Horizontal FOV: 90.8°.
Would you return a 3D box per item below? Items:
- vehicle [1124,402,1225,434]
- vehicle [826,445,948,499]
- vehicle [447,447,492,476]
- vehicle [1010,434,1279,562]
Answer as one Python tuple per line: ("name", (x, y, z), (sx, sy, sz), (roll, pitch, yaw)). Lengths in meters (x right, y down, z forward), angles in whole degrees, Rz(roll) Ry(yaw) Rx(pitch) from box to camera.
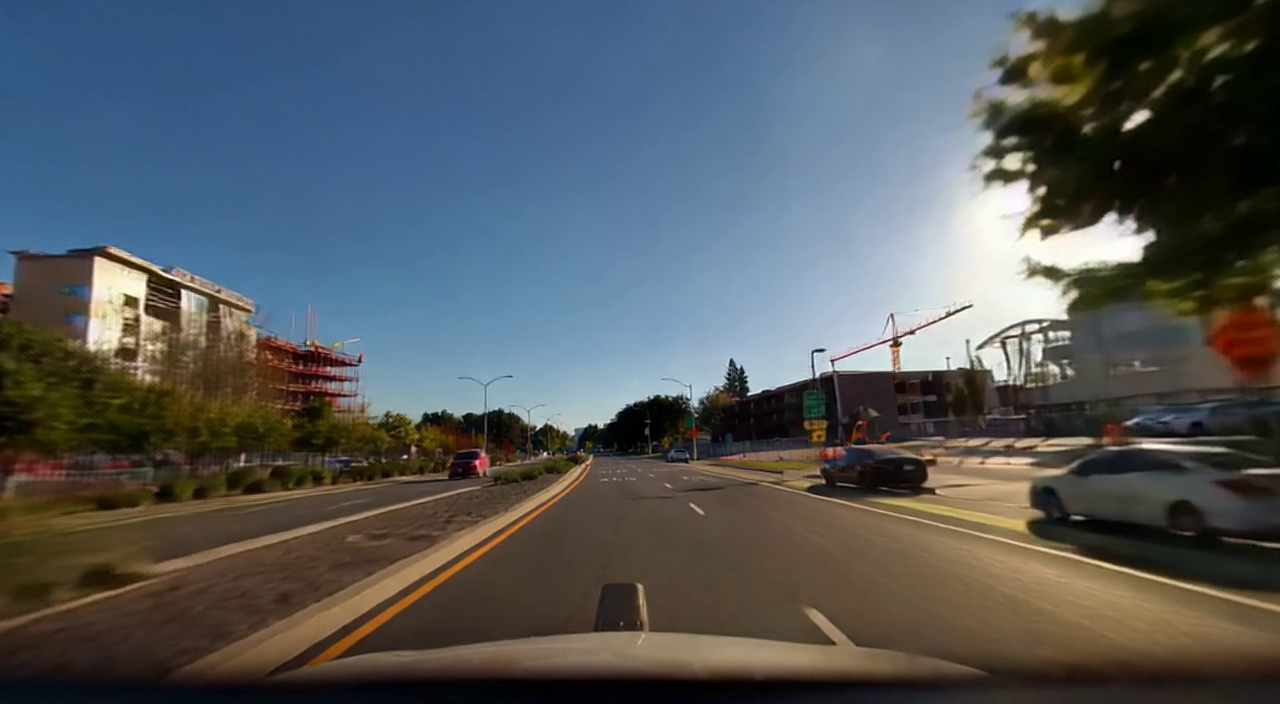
("vehicle", (32.561, 4.093, 38.661), (1.829, 1.713, 4.519), (-2, -8, -7))
("vehicle", (8.093, 3.951, 21.224), (1.977, 1.540, 4.307), (3, -9, -7))
("vehicle", (-12.470, 8.041, 46.577), (2.127, 1.984, 4.545), (-1, -9, -1))
("vehicle", (8.171, 2.104, 9.773), (1.974, 1.472, 4.654), (2, -9, -2))
